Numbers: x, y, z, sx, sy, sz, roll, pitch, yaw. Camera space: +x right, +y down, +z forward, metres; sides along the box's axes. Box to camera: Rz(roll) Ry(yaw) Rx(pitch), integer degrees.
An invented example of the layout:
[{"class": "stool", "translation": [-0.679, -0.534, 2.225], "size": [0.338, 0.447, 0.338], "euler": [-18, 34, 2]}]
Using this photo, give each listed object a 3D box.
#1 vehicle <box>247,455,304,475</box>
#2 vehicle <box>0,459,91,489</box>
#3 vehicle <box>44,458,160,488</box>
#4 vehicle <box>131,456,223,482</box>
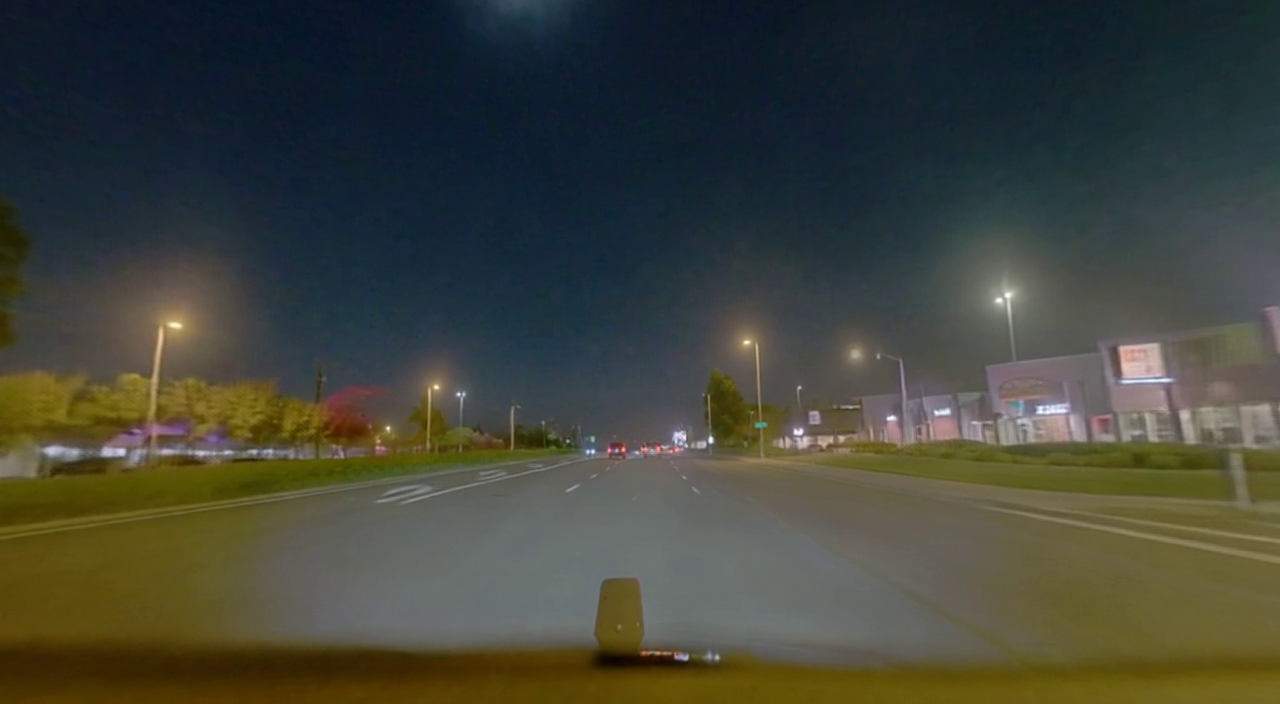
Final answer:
[{"class": "vehicle", "translation": [-28.692, 8.888, 49.913], "size": [1.882, 1.401, 4.476], "euler": [0, -9, -1]}, {"class": "vehicle", "translation": [-31.826, 6.447, 33.581], "size": [1.815, 1.401, 3.775], "euler": [-1, -9, 2]}, {"class": "vehicle", "translation": [-29.319, 6.597, 34.700], "size": [1.920, 1.442, 4.998], "euler": [-1, -9, 2]}, {"class": "vehicle", "translation": [-29.276, 7.391, 40.191], "size": [1.960, 1.478, 4.949], "euler": [-1, -9, 3]}]
